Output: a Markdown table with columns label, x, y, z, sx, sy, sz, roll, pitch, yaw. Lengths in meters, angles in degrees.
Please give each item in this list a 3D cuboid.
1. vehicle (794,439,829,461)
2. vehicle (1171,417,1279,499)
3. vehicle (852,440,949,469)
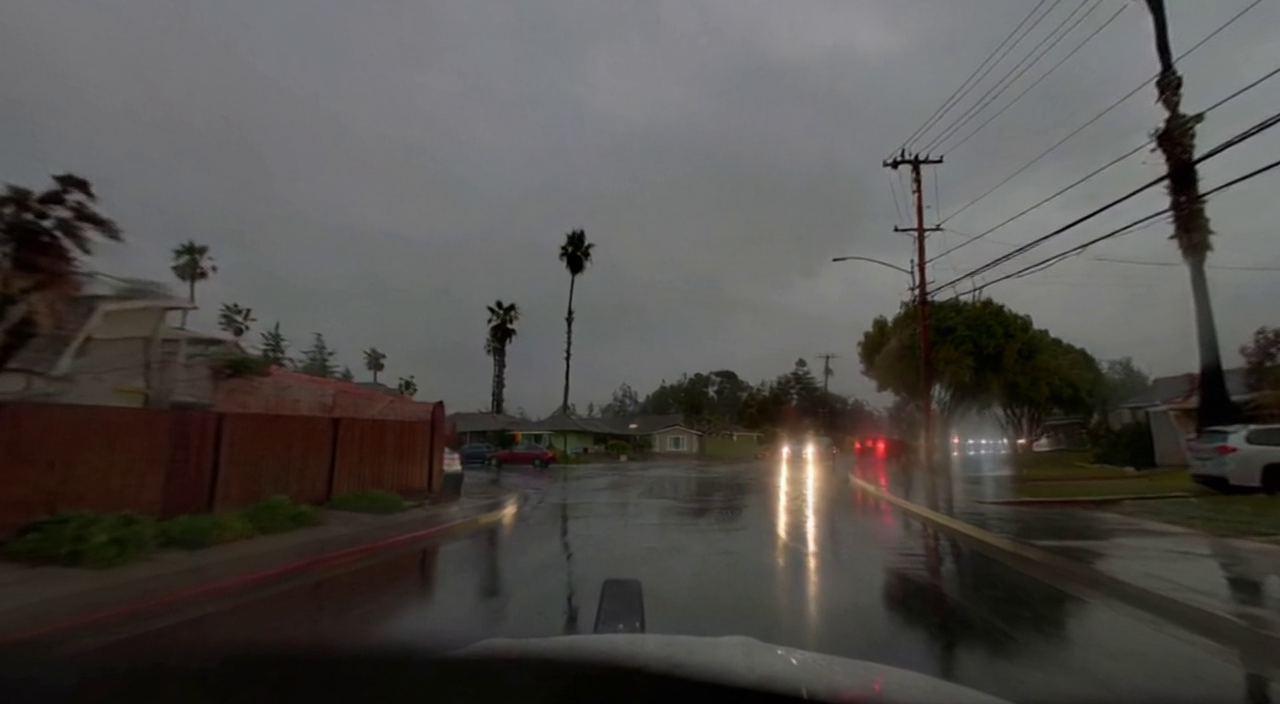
| label | x | y | z | sx | sy | sz | roll | pitch | yaw |
| --- | --- | --- | --- | --- | --- | --- | --- | --- | --- |
| vehicle | 13.425 | 7.658 | 49.249 | 1.955 | 1.632 | 3.688 | -4 | -10 | 25 |
| vehicle | 13.847 | 2.079 | 12.514 | 4.641 | 1.498 | 2.001 | -1 | -9 | 6 |
| vehicle | 13.596 | 5.399 | 33.203 | 4.531 | 1.447 | 1.814 | -3 | -10 | 19 |
